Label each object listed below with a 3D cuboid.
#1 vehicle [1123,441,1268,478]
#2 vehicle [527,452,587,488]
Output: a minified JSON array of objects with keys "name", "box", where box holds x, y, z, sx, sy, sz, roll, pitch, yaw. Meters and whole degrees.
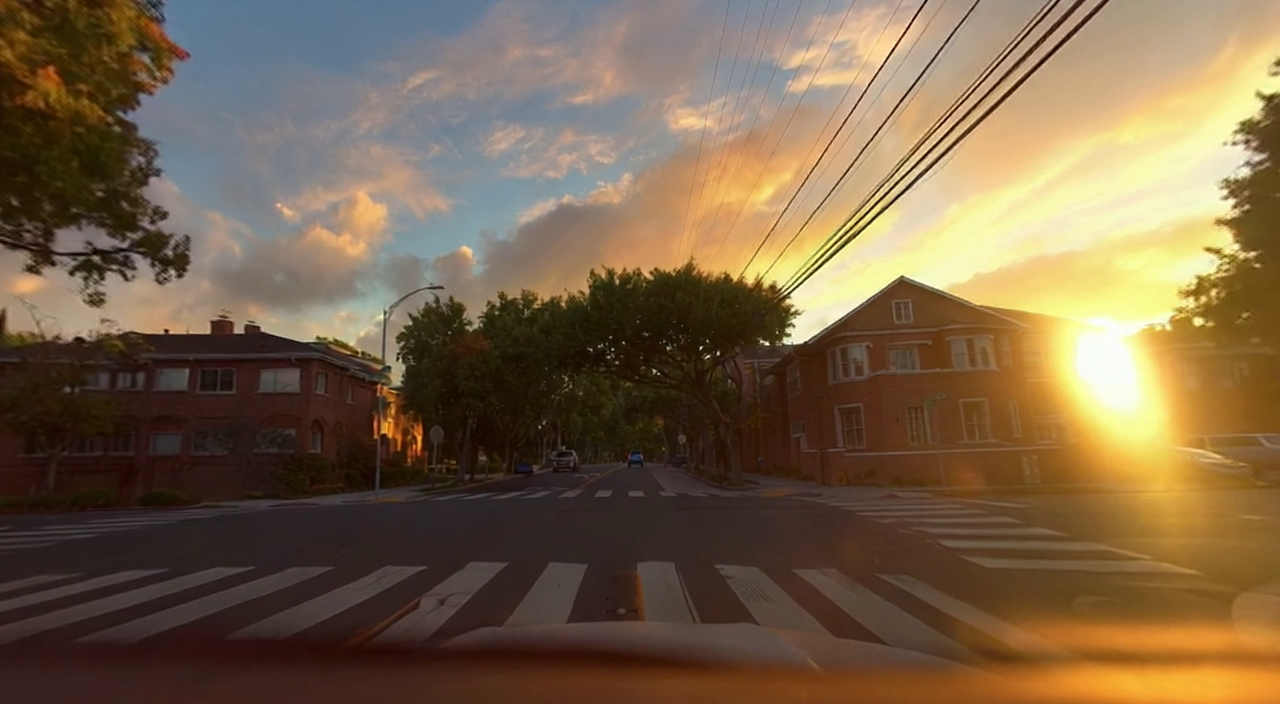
[{"name":"vehicle","box":[23.397,4.535,26.911,1.841,1.448,4.688,0,-9,-1]},{"name":"vehicle","box":[-3.645,5.250,28.441,2.102,1.463,4.024,0,-9,1]}]
